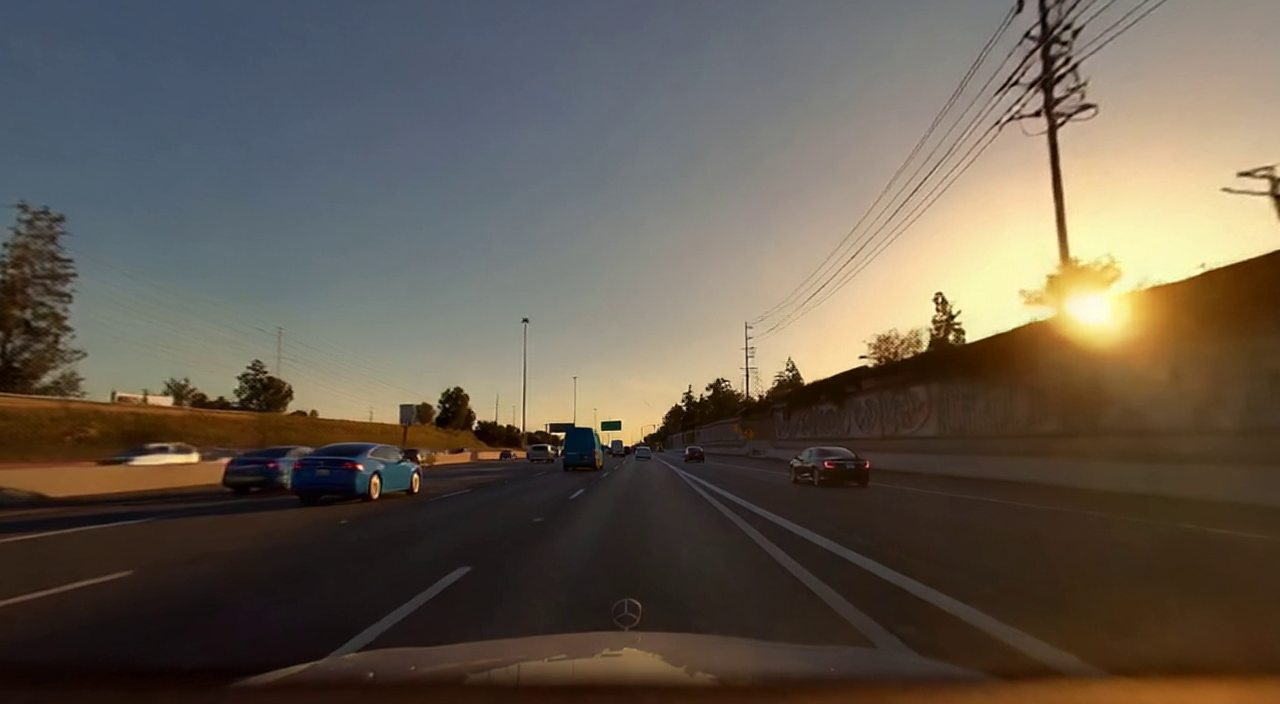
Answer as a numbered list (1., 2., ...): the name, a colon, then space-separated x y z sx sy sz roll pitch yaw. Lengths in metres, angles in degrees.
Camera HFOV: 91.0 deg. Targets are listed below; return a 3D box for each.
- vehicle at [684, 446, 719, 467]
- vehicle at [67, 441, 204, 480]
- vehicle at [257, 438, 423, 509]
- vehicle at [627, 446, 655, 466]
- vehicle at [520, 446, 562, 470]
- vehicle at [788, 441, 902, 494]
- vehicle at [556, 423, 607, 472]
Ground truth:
1. vehicle: 4.539 7.798 47.219 2.095 1.504 4.536 0 -9 -1
2. vehicle: -36.451 7.838 46.081 2.899 2.516 8.582 0 -9 1
3. vehicle: -7.309 2.986 15.960 1.967 1.525 4.458 0 -9 0
4. vehicle: 0.050 7.953 48.303 2.084 1.492 4.137 0 -9 -1
5. vehicle: -6.504 6.961 41.700 1.944 1.490 4.442 0 -9 1
6. vehicle: 6.293 3.588 19.931 2.052 1.470 4.364 0 -9 -2
7. vehicle: -3.353 5.668 37.403 2.395 2.660 5.827 0 -9 1
